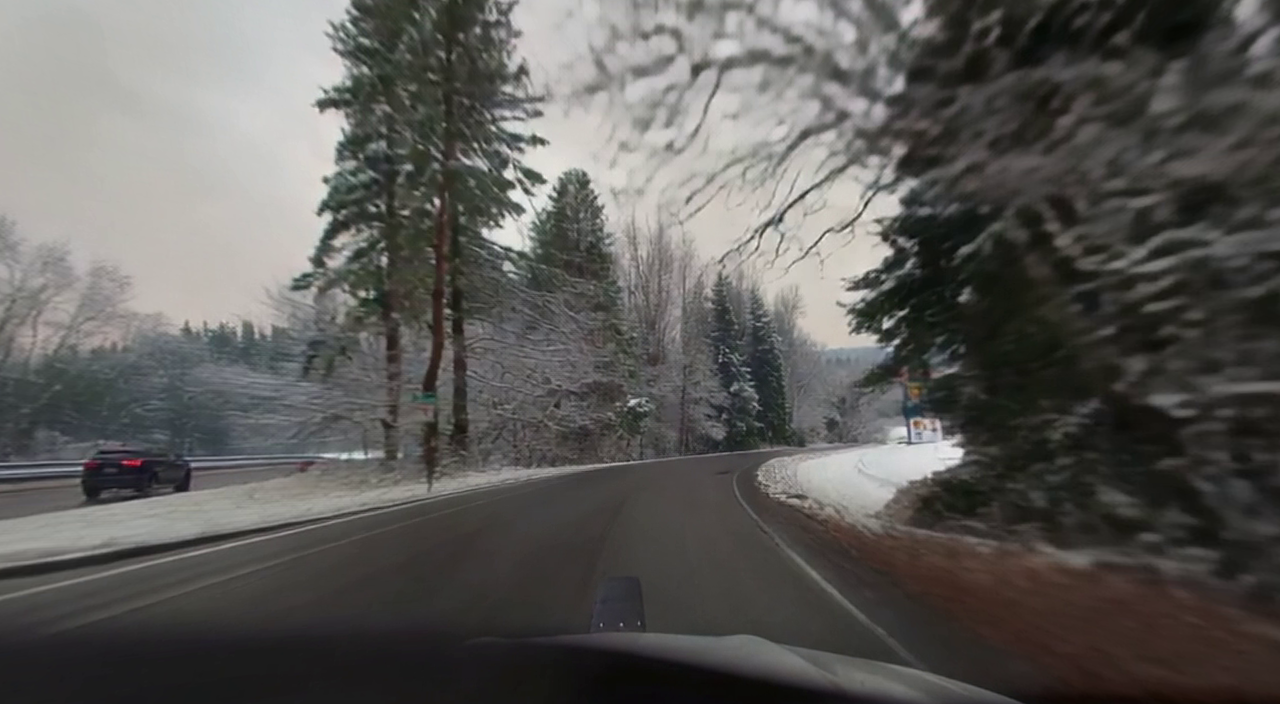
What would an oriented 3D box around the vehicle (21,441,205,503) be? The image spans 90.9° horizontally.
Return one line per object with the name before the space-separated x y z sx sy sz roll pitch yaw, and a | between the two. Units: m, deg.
vehicle | -15.120 3.447 18.555 2.015 1.517 4.991 2 -9 -13
